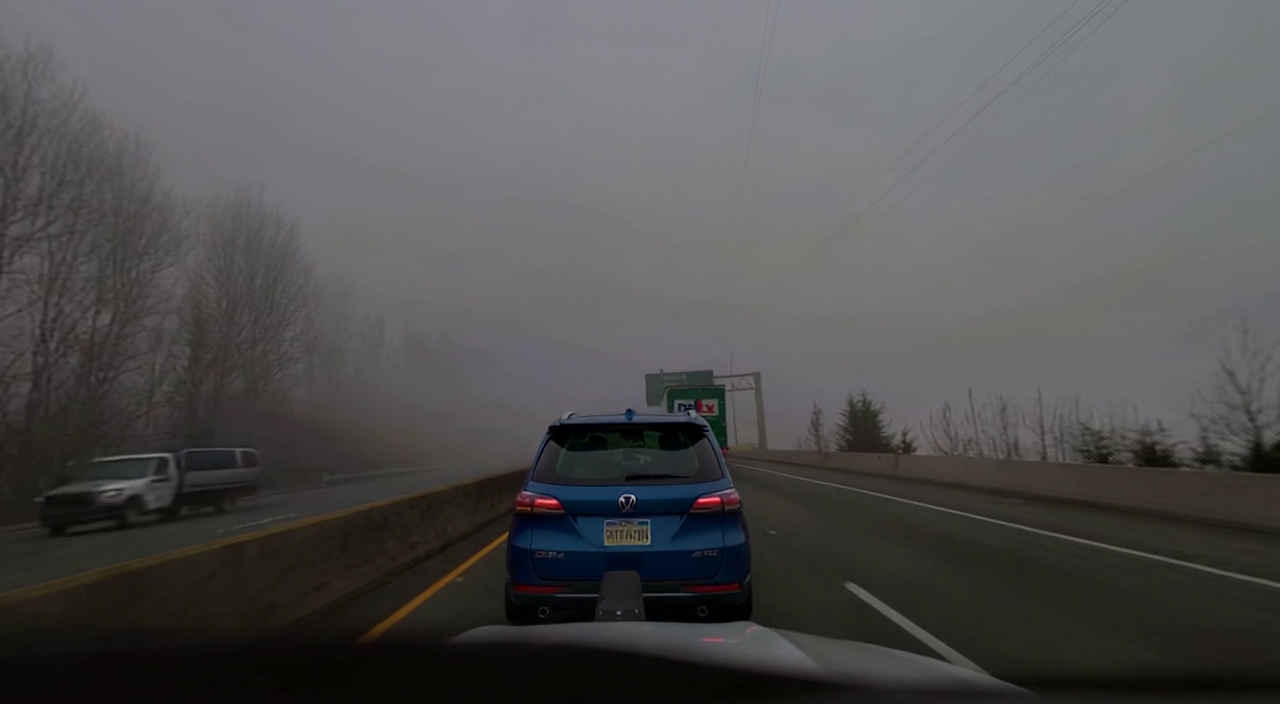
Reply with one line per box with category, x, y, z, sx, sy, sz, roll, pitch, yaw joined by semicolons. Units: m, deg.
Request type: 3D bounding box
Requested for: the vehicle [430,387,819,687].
vehicle;-0.133;1.255;5.384;2.062;1.581;3.914;0;-8;-2
